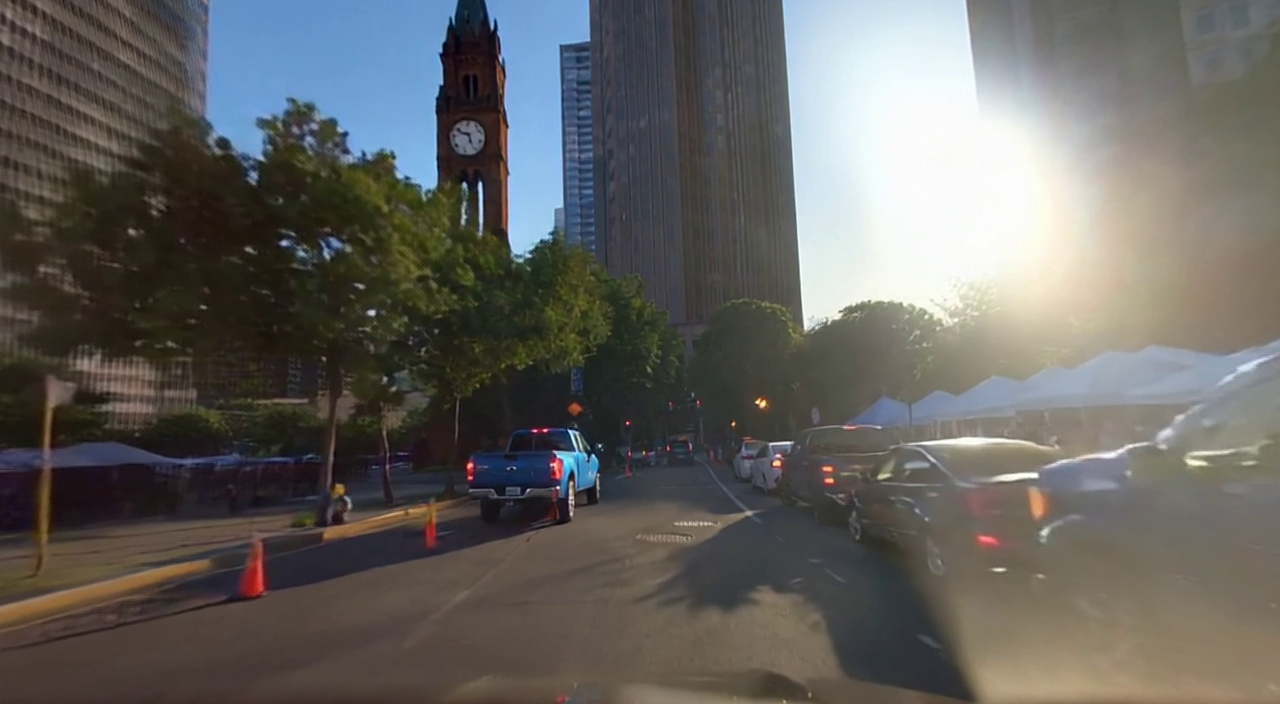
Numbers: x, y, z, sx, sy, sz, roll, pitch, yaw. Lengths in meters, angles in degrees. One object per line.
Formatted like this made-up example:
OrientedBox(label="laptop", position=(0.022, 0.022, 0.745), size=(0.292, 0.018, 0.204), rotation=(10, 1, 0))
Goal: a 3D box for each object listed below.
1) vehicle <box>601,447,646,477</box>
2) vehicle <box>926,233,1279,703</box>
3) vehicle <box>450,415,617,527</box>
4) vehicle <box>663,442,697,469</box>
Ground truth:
OrientedBox(label="vehicle", position=(-0.843, 5.862, 33.968), size=(1.895, 1.489, 4.328), rotation=(-1, -9, 5))
OrientedBox(label="vehicle", position=(2.835, 0.540, 1.454), size=(2.186, 1.800, 4.723), rotation=(-1, -9, 1))
OrientedBox(label="vehicle", position=(-1.999, 2.549, 14.042), size=(2.452, 1.954, 5.653), rotation=(-1, -9, 3))
OrientedBox(label="vehicle", position=(2.796, 7.214, 44.097), size=(2.183, 1.784, 4.317), rotation=(-1, -9, 3))
